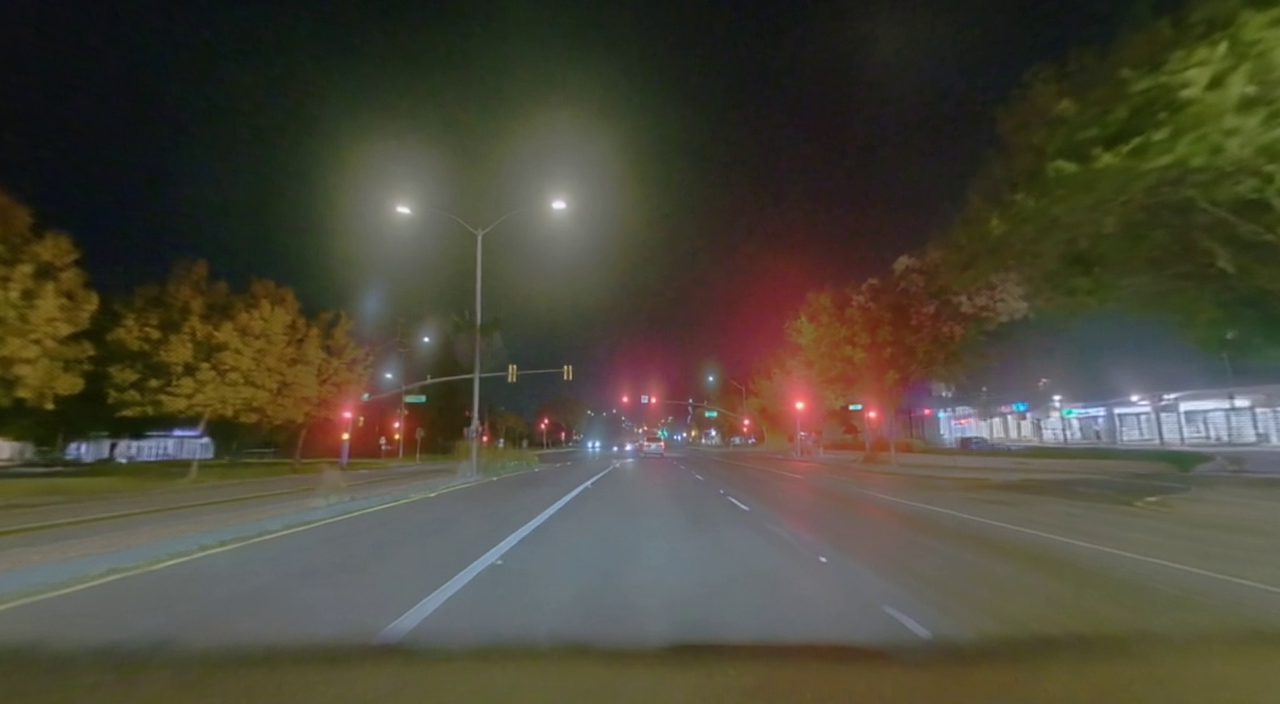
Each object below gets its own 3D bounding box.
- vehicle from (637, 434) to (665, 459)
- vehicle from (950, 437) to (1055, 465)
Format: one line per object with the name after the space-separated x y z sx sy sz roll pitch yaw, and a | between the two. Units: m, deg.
0.849 7.050 47.195 1.994 1.759 4.186 0 -8 2 | vehicle
19.884 5.438 34.683 4.479 1.488 2.038 0 -8 -1 | vehicle
